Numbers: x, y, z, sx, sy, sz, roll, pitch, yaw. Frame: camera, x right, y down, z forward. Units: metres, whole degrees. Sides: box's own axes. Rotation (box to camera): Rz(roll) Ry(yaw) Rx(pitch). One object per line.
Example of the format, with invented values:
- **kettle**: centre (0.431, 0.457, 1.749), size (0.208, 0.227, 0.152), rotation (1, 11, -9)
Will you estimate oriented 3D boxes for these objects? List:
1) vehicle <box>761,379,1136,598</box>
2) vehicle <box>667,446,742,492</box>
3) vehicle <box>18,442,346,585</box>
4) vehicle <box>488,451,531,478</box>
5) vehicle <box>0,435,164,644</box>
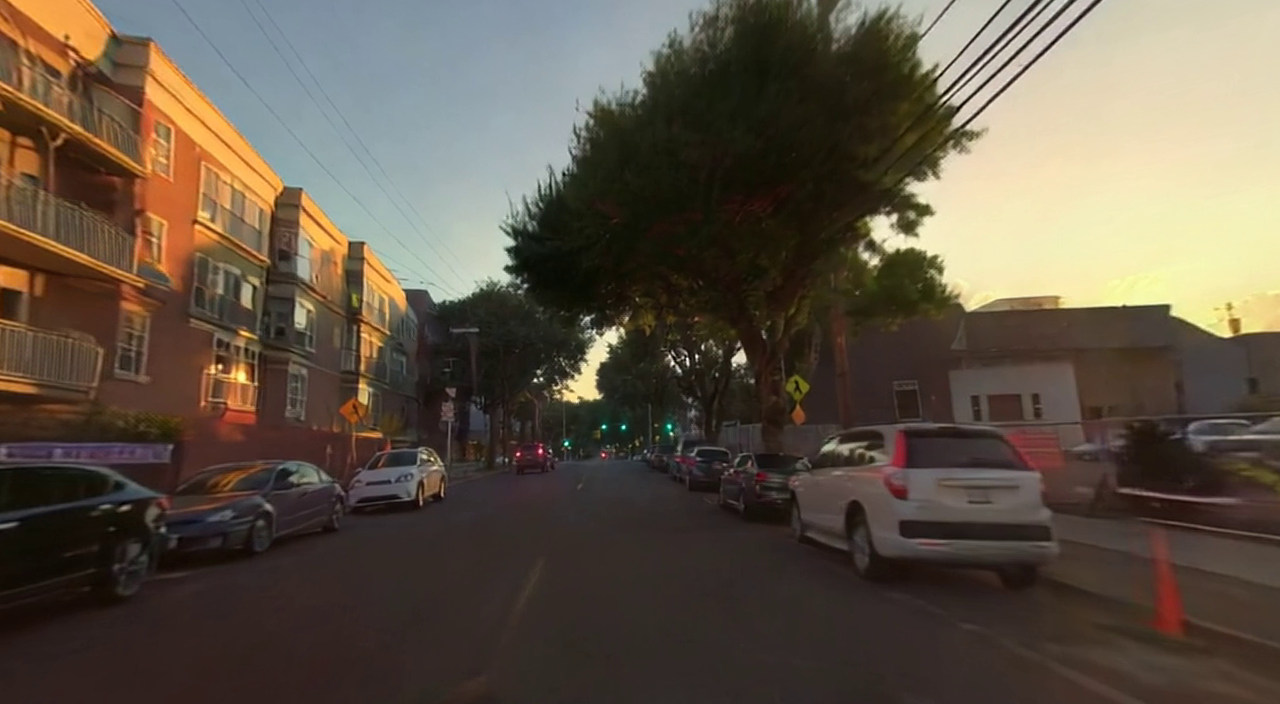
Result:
- **vehicle**: centre (3.084, 1.673, 7.684), size (1.994, 1.857, 4.393), rotation (1, -13, -5)
- **vehicle**: centre (2.238, 4.240, 23.368), size (2.010, 1.499, 4.754), rotation (0, -8, -3)
- **vehicle**: centre (-6.585, 2.285, 9.938), size (1.971, 1.697, 4.450), rotation (0, -8, -3)
- **vehicle**: centre (-7.853, 6.800, 38.485), size (1.968, 1.450, 4.271), rotation (0, -8, -4)
- **vehicle**: centre (-6.224, 1.507, 4.944), size (1.996, 1.695, 4.127), rotation (1, -8, -5)
